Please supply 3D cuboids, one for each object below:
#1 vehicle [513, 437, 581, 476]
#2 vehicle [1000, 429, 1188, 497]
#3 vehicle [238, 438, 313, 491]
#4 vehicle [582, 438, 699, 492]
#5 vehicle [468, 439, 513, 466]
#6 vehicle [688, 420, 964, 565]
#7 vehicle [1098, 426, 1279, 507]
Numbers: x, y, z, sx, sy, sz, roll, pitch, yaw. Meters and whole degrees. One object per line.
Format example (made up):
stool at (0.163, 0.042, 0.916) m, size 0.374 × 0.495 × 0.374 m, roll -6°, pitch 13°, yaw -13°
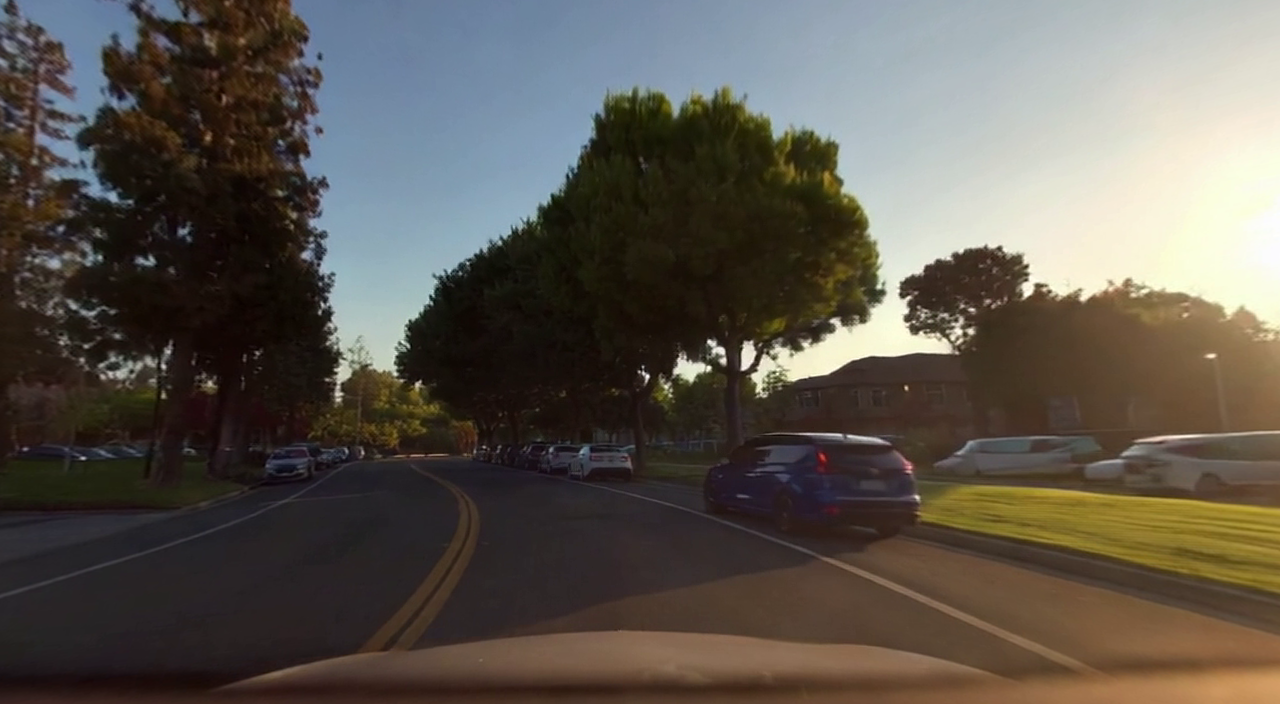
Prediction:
vehicle at (-4.653, 5.050, 30.919) m, size 2.055 × 1.731 × 4.686 m, roll 4°, pitch -9°, yaw -24°
vehicle at (11.468, 2.747, 16.005) m, size 3.974 × 1.528 × 2.085 m, roll 4°, pitch -9°, yaw -25°
vehicle at (-15.212, 4.638, 26.681) m, size 2.154 × 1.870 × 5.118 m, roll 0°, pitch -7°, yaw -24°
vehicle at (-0.129, 3.571, 20.516) m, size 2.053 × 1.519 × 4.611 m, roll 4°, pitch -9°, yaw -24°
vehicle at (-10.860, 7.224, 45.601) m, size 2.137 × 1.814 × 5.303 m, roll 4°, pitch -9°, yaw -24°
vehicle at (2.731, 2.117, 10.958) m, size 2.042 × 1.817 × 5.202 m, roll 2°, pitch -6°, yaw -17°
vehicle at (12.449, 2.400, 13.580) m, size 4.433 × 1.513 × 2.001 m, roll 3°, pitch -9°, yaw -21°
